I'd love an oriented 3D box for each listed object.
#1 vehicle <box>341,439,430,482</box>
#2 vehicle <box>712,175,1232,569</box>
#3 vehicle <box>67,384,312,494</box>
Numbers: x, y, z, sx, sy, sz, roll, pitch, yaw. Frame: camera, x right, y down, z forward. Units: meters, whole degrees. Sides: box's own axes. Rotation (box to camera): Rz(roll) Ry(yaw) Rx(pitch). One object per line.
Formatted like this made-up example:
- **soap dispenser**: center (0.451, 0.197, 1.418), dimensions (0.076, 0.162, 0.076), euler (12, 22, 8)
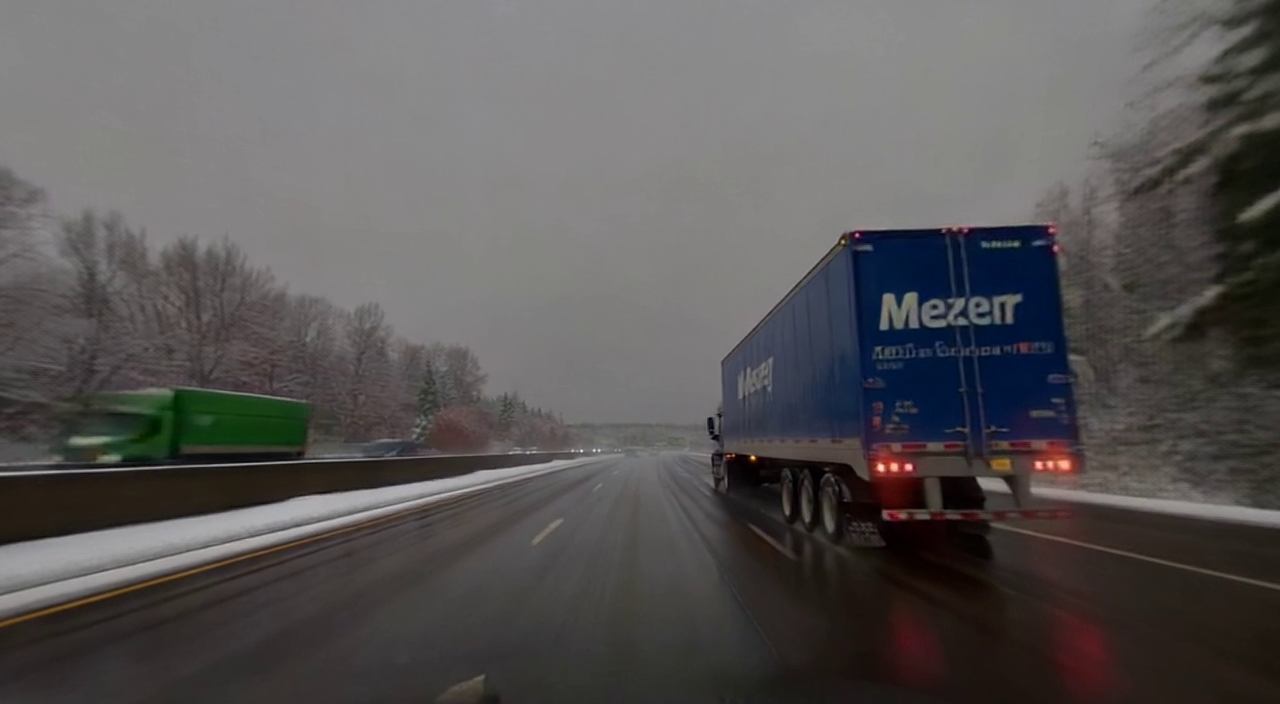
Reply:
- **vehicle**: center (-11.937, 5.123, 29.812), dimensions (2.079, 1.811, 4.980), euler (-1, -9, 1)
- **vehicle**: center (4.079, 1.395, 14.448), dimensions (3.003, 3.880, 16.814), euler (0, -9, 0)
- **vehicle**: center (-19.297, 3.994, 28.333), dimensions (2.995, 4.004, 10.610), euler (-1, -9, 1)
